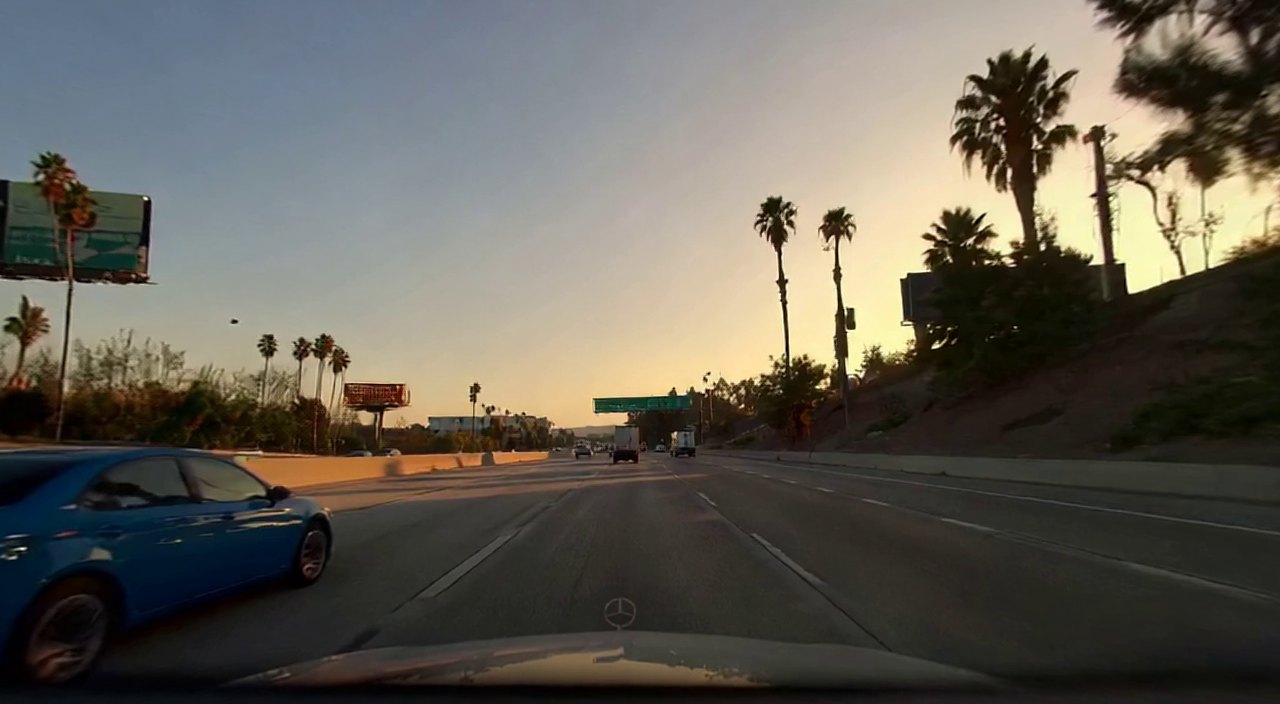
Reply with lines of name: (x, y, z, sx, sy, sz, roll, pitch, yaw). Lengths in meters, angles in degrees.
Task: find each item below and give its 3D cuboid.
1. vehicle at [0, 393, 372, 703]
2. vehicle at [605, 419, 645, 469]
vehicle: (-4.000, 1.235, 4.521, 2.021, 1.598, 4.887, 0, -8, 0)
vehicle: (-0.997, 5.901, 40.474, 2.364, 2.953, 6.495, 0, -8, -2)
